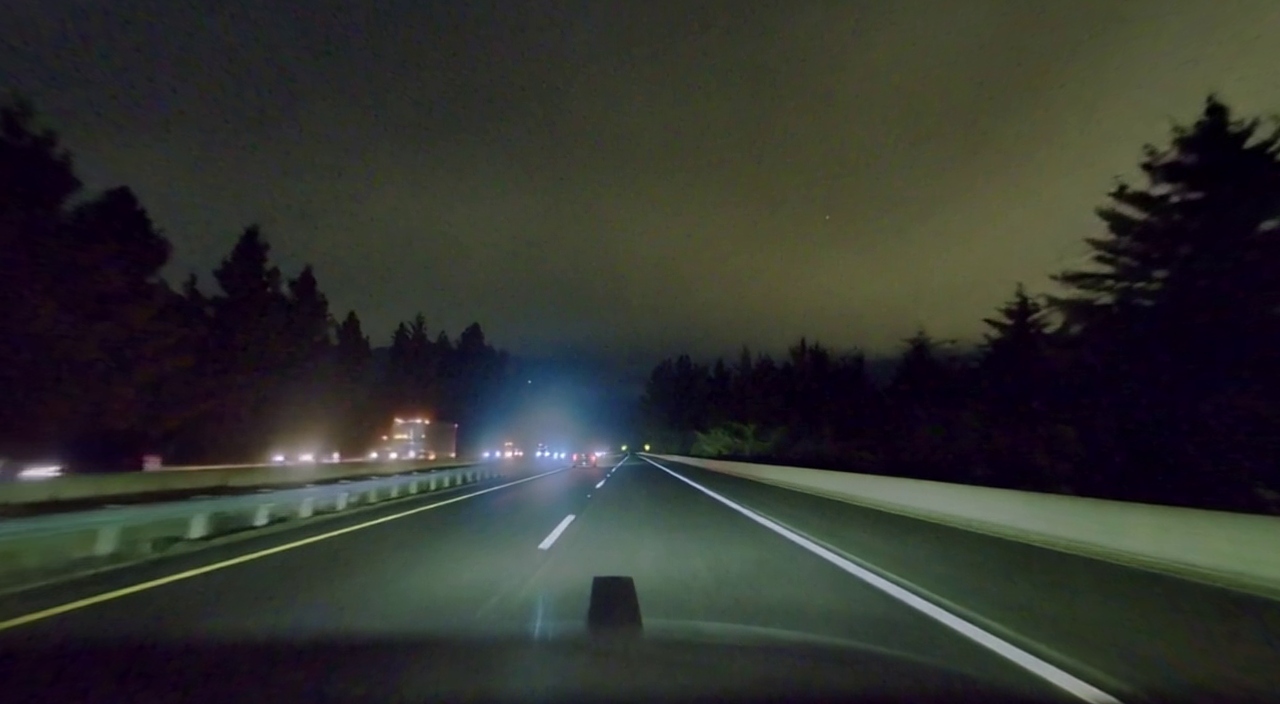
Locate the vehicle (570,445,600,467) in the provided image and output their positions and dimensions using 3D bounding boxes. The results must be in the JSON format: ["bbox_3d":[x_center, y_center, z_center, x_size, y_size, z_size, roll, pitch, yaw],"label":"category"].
[{"bbox_3d":[-4.303,8.219,49.657,2.098,1.692,4.038,0,-9,0],"label":"vehicle"}]

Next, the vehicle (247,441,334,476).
[{"bbox_3d":[-17.373,5.307,31.424,1.908,1.563,4.329,0,-9,-1],"label":"vehicle"}]

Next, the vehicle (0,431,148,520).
[{"bbox_3d":[-11.597,2.218,11.428,1.887,1.473,4.124,0,-9,0],"label":"vehicle"}]

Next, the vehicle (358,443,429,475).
[{"bbox_3d":[-12.522,5.439,32.112,1.898,1.498,4.375,0,-9,-1],"label":"vehicle"}]
